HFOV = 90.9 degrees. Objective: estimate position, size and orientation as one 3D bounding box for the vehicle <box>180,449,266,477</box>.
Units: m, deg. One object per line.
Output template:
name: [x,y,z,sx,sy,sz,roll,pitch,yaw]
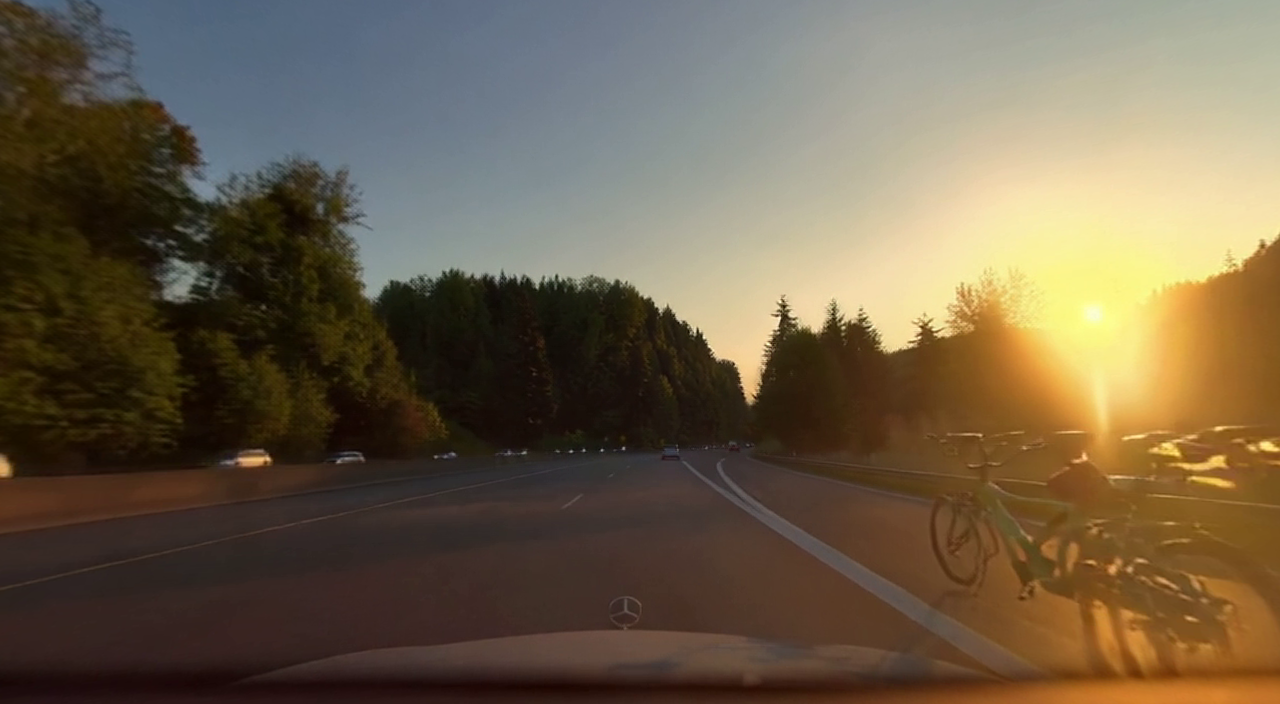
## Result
vehicle: [-26.067,6.948,39.618,2.199,1.649,4.525,0,-9,1]
